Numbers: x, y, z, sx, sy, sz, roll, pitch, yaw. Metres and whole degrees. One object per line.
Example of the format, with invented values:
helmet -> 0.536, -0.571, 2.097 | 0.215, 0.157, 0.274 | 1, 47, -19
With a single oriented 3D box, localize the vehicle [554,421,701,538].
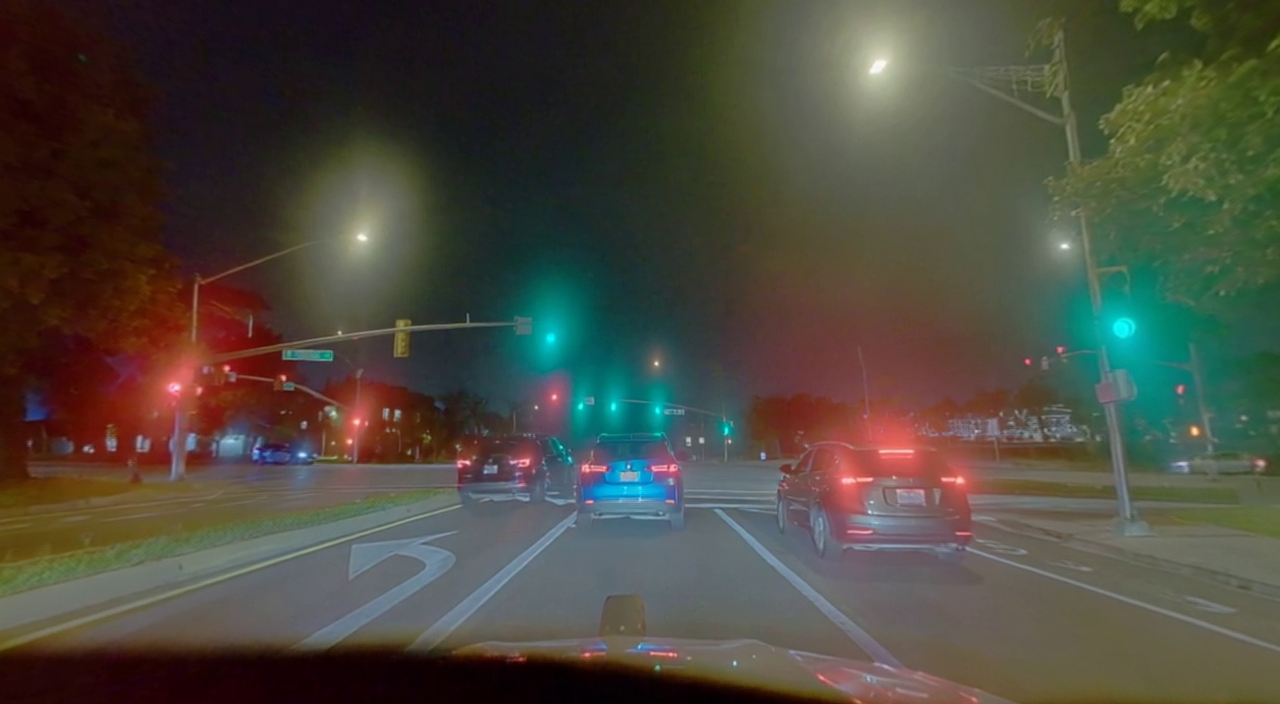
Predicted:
vehicle -> -0.171, 2.151, 11.206 | 2.108, 1.654, 4.235 | 0, -8, 0

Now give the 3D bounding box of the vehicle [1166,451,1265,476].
vehicle -> 40.424, 7.826, 44.205 | 4.705, 1.631, 2.053 | -1, -8, 5

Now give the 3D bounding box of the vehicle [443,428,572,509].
vehicle -> -2.944, 2.689, 14.922 | 1.987, 1.633, 4.005 | 0, -8, 3

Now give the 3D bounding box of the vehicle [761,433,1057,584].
vehicle -> 3.081, 1.877, 8.483 | 2.056, 1.468, 4.520 | 0, -8, 1
